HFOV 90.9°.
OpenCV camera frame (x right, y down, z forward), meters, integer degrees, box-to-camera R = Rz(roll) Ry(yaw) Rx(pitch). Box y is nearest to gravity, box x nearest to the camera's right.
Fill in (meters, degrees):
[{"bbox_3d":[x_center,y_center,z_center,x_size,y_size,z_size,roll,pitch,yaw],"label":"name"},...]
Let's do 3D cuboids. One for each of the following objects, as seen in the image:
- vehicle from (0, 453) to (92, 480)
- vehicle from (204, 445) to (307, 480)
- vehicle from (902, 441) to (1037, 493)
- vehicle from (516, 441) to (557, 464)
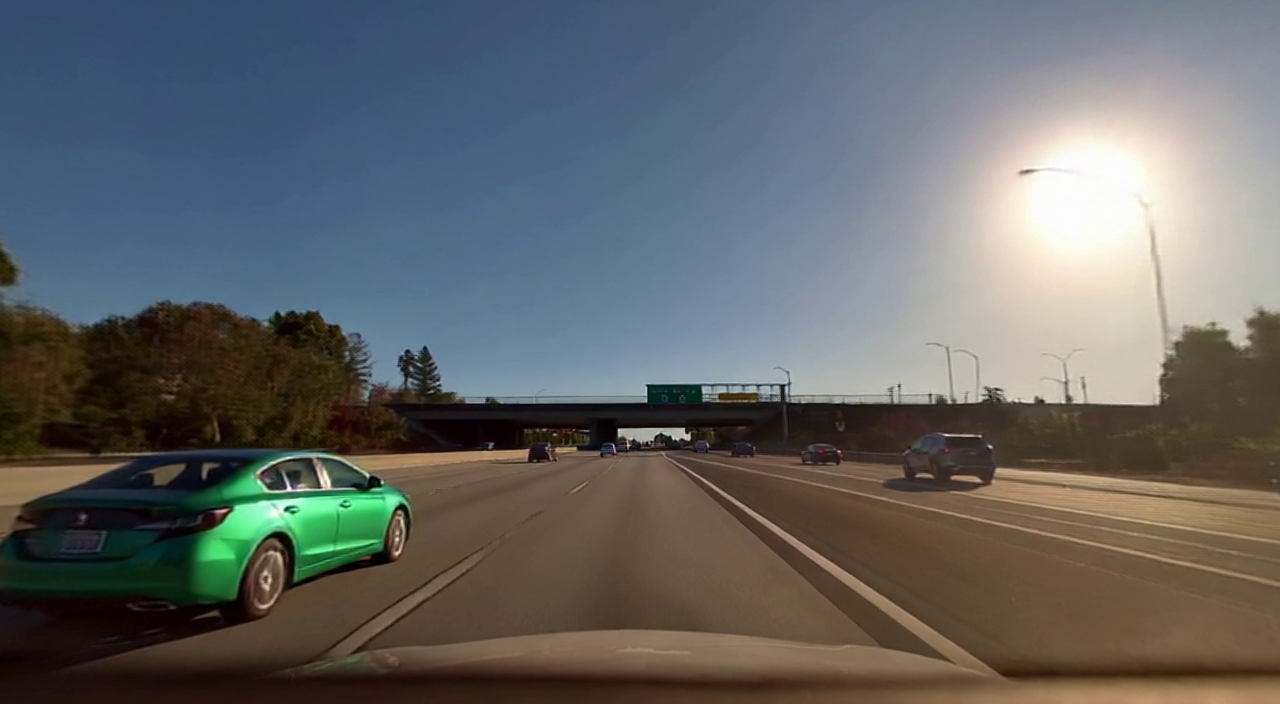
[{"bbox_3d":[-37.182,7.075,39.198,1.896,1.458,4.710,-1,-8,2],"label":"vehicle"},{"bbox_3d":[-17.469,5.007,28.957,1.849,1.463,4.400,0,-8,2],"label":"vehicle"},{"bbox_3d":[10.597,3.688,20.696,2.000,1.515,4.188,0,-8,-3],"label":"vehicle"},{"bbox_3d":[-6.973,6.833,42.991,1.987,1.486,4.174,0,-8,2],"label":"vehicle"}]
